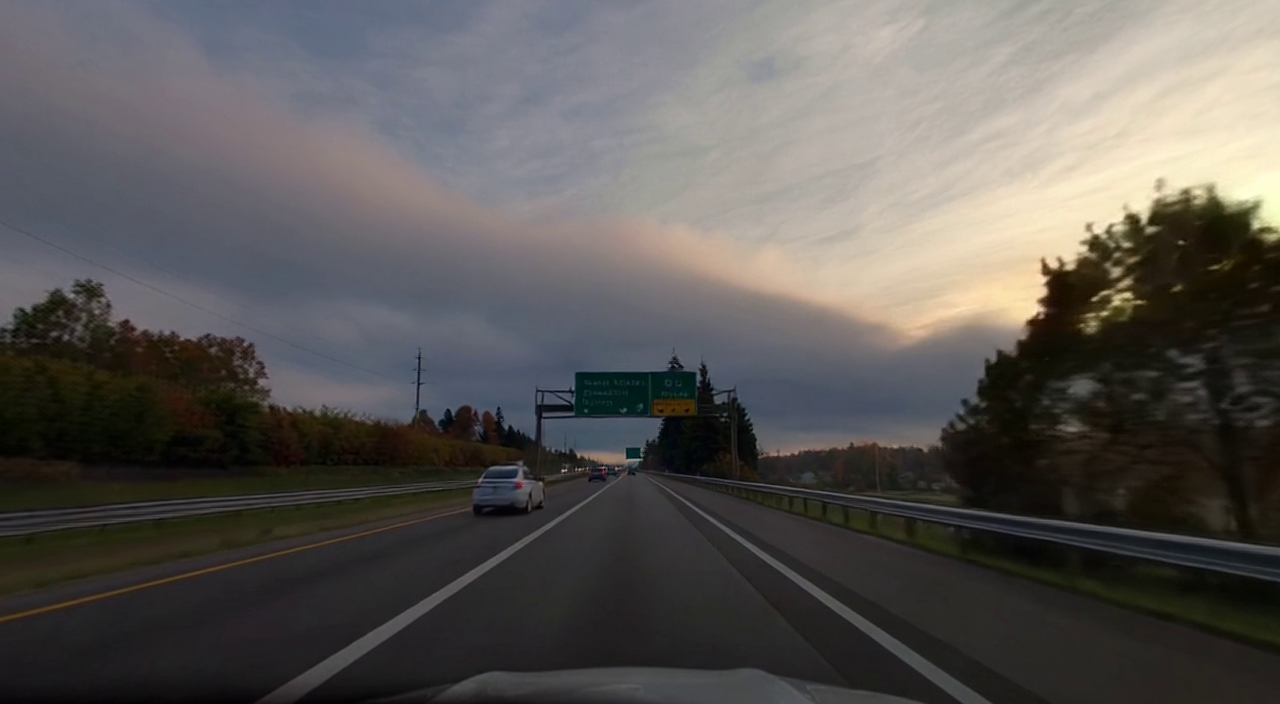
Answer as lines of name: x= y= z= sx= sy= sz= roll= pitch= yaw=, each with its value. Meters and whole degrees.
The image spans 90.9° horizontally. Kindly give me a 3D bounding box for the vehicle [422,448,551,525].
vehicle: x=-4.150 y=3.816 z=18.308 sx=2.254 sy=1.809 sz=5.839 roll=1 pitch=-10 yaw=0
